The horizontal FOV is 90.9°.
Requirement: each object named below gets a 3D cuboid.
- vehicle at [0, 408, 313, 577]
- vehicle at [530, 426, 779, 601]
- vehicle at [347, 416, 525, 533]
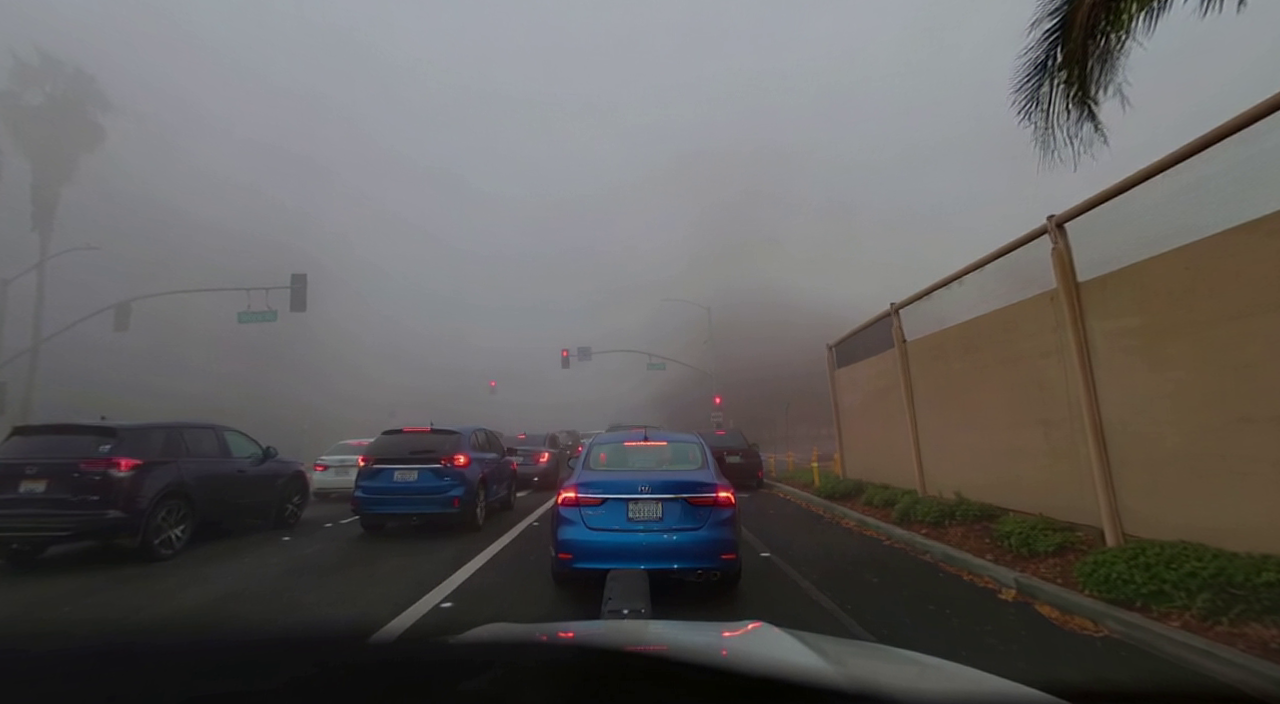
[{"bbox_3d":[-6.681,1.770,8.751,1.963,1.721,4.467,0,-8,-2],"label":"vehicle"},{"bbox_3d":[0.064,1.697,7.600,2.128,1.473,4.272,0,-8,-2],"label":"vehicle"},{"bbox_3d":[-3.452,2.149,11.636,2.007,1.746,4.136,0,-8,-2],"label":"vehicle"}]
